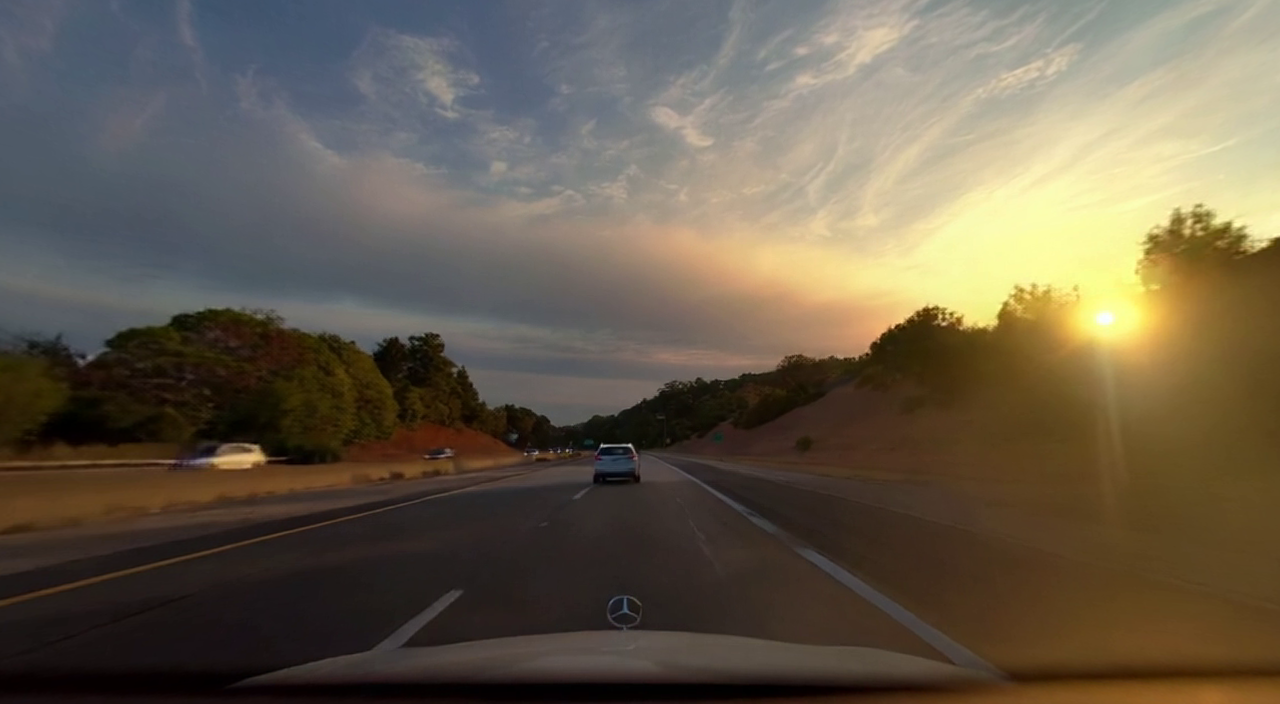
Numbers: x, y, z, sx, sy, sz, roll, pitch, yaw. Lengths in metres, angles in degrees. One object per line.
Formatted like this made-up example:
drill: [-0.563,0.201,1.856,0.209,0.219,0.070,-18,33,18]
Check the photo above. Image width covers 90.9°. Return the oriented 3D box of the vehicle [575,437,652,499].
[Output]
vehicle: [-0.699,3.563,19.709,2.135,1.686,4.517,0,-9,1]
